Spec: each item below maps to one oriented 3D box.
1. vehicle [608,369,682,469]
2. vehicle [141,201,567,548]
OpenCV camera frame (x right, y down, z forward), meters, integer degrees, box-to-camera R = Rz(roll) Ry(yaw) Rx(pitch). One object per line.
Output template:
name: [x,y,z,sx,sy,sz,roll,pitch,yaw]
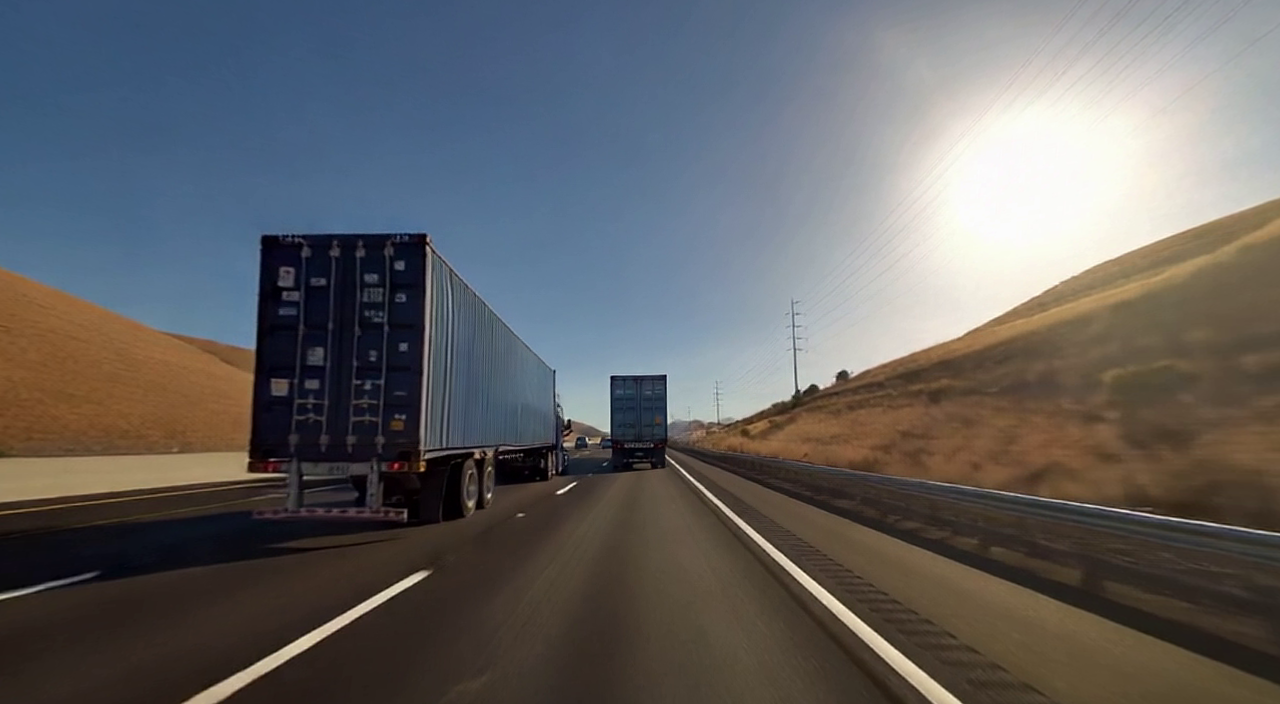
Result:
vehicle: [0.114,3.586,31.792,3.006,4.120,11.586,0,-8,-1]
vehicle: [-4.069,1.160,14.189,3.065,4.105,13.706,0,-8,1]
